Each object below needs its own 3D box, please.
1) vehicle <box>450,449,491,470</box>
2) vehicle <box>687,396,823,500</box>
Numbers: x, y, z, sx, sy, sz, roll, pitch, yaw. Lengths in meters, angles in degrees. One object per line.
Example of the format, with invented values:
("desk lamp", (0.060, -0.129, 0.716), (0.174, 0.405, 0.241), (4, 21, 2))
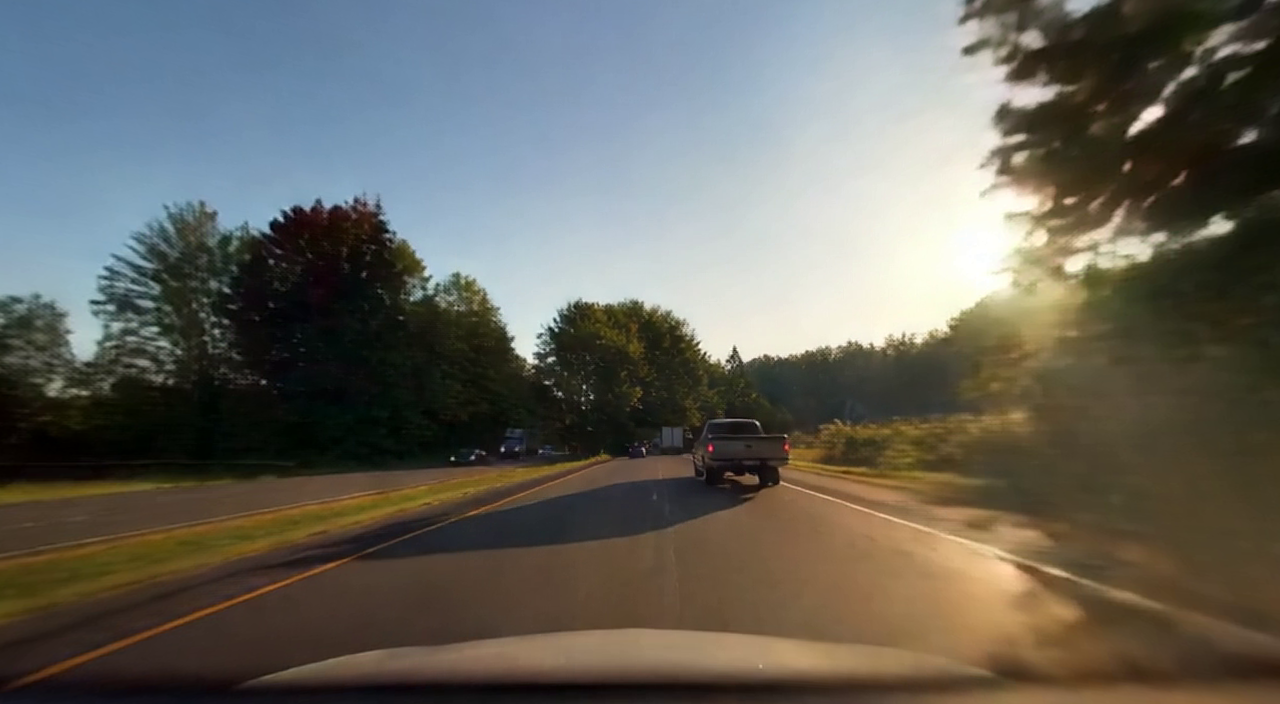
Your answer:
("vehicle", (-12.449, 7.919, 46.501), (1.737, 1.450, 4.343), (0, -8, 1))
("vehicle", (2.948, 2.725, 18.072), (2.677, 2.439, 6.402), (0, -8, 0))
